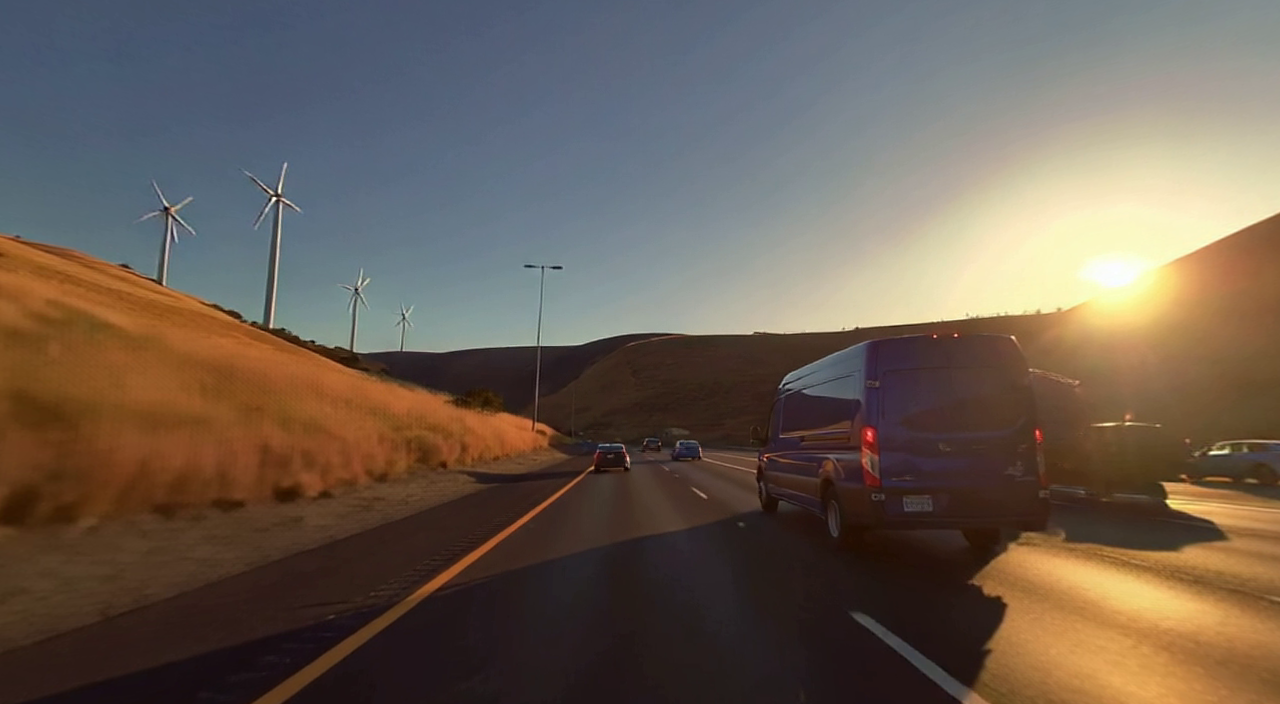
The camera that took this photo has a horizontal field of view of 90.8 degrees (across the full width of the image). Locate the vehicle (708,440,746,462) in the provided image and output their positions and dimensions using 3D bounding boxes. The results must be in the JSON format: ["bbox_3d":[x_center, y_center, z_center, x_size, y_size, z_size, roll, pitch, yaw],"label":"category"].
[{"bbox_3d":[6.328,7.250,46.355,1.958,1.514,4.930,0,-8,-1],"label":"vehicle"}]

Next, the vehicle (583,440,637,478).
[{"bbox_3d":[-1.160,4.402,26.182,2.082,1.445,3.826,0,-8,-1],"label":"vehicle"}]

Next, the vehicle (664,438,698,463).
[{"bbox_3d":[2.934,7.092,45.770,2.108,1.717,3.996,0,-8,-1],"label":"vehicle"}]

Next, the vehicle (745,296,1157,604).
[{"bbox_3d":[3.121,1.227,8.335,2.365,2.630,5.754,0,-8,-1],"label":"vehicle"}]
